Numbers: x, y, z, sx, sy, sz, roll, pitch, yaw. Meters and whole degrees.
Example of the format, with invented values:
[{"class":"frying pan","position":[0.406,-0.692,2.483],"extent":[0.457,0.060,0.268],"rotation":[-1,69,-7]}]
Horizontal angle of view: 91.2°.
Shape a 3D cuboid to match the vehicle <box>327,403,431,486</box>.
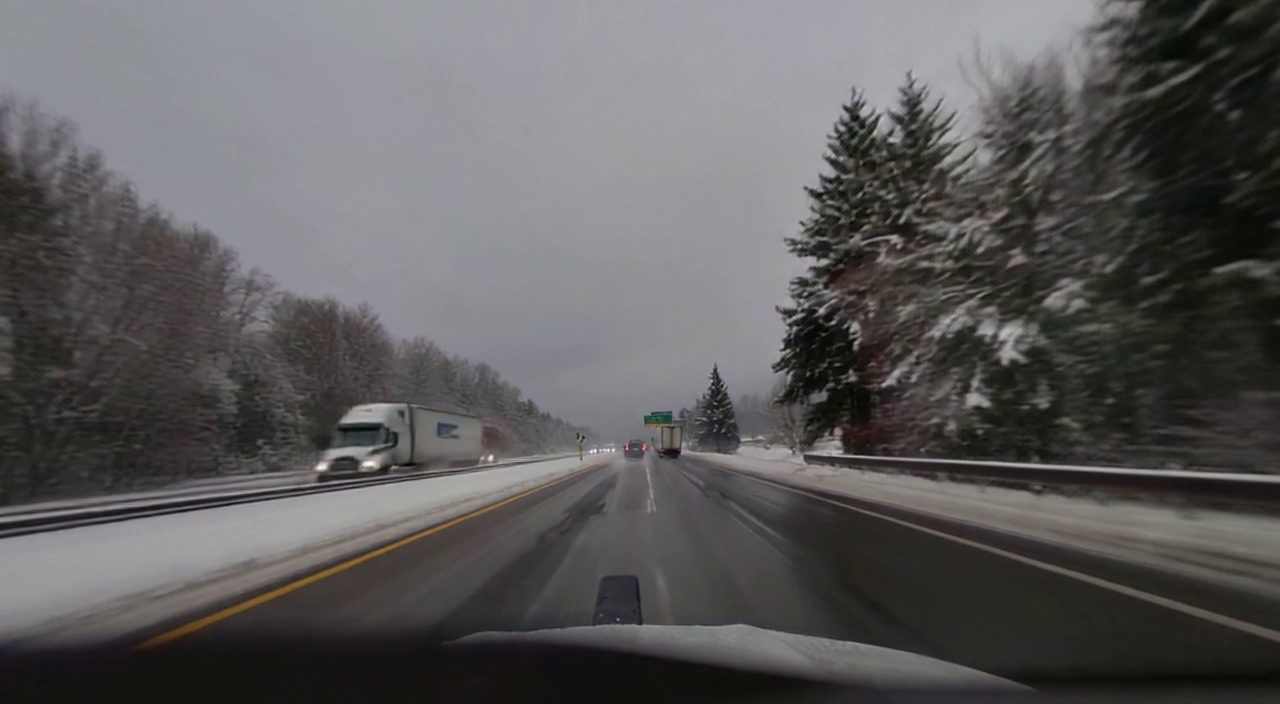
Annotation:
[{"class":"vehicle","position":[-14.119,5.105,34.570],"extent":[3.027,4.079,6.174],"rotation":[0,-9,0]}]
